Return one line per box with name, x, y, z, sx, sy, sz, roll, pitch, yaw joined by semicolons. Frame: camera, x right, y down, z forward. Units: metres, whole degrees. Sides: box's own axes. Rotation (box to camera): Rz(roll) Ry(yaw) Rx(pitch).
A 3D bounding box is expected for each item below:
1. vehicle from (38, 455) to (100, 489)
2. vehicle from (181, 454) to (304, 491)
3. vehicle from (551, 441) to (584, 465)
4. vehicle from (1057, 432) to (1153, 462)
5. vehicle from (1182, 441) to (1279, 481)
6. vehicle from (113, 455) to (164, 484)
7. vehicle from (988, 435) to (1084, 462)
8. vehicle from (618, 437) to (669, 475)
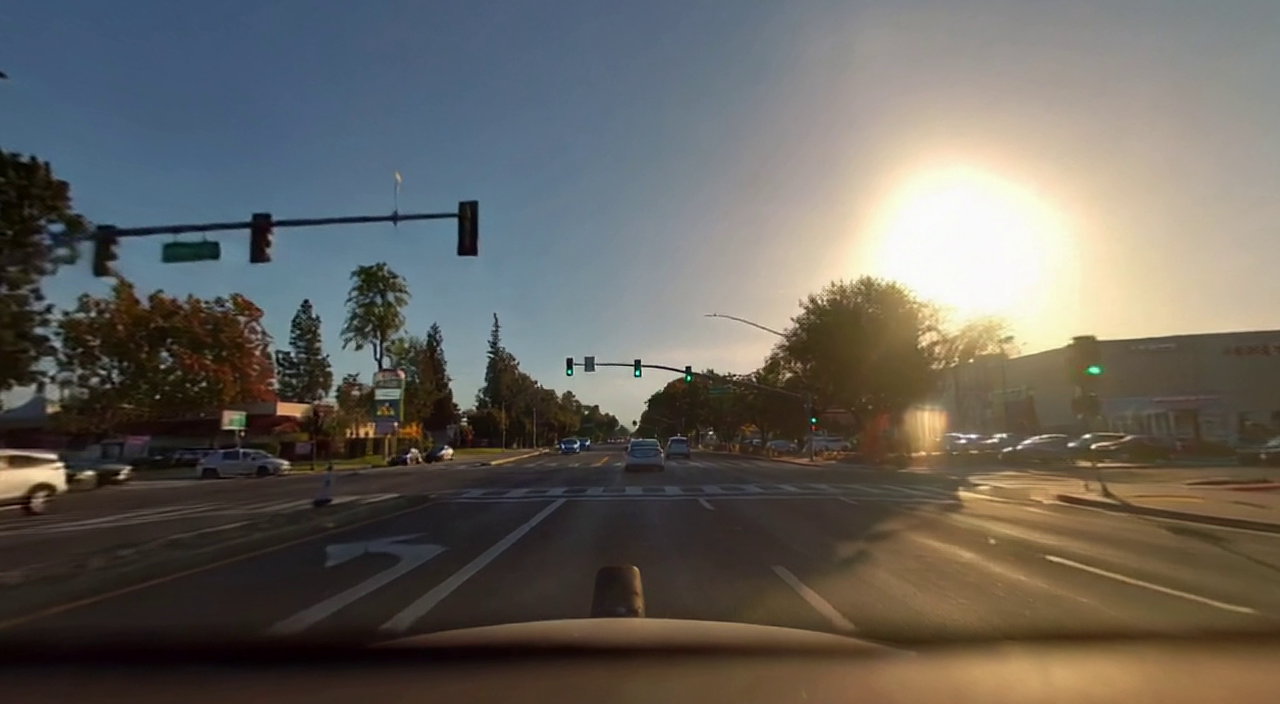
vehicle;-28.442;5.926;31.377;2.022;1.455;4.478;8;-11;-41
vehicle;-18.837;5.717;30.293;2.311;1.485;5.817;1;-9;-2
vehicle;-5.128;7.209;44.949;1.844;1.534;3.831;-3;-8;0
vehicle;29.849;6.115;40.518;1.958;1.759;4.517;7;-11;-38
vehicle;24.871;4.314;24.961;4.788;1.481;1.959;0;-9;2
vehicle;-28.179;6.543;35.310;1.953;1.415;4.553;8;-11;-40
vehicle;25.855;6.318;41.254;1.941;1.641;4.829;7;-11;-39
vehicle;0.113;4.696;28.586;2.145;1.572;4.021;1;-9;-1
